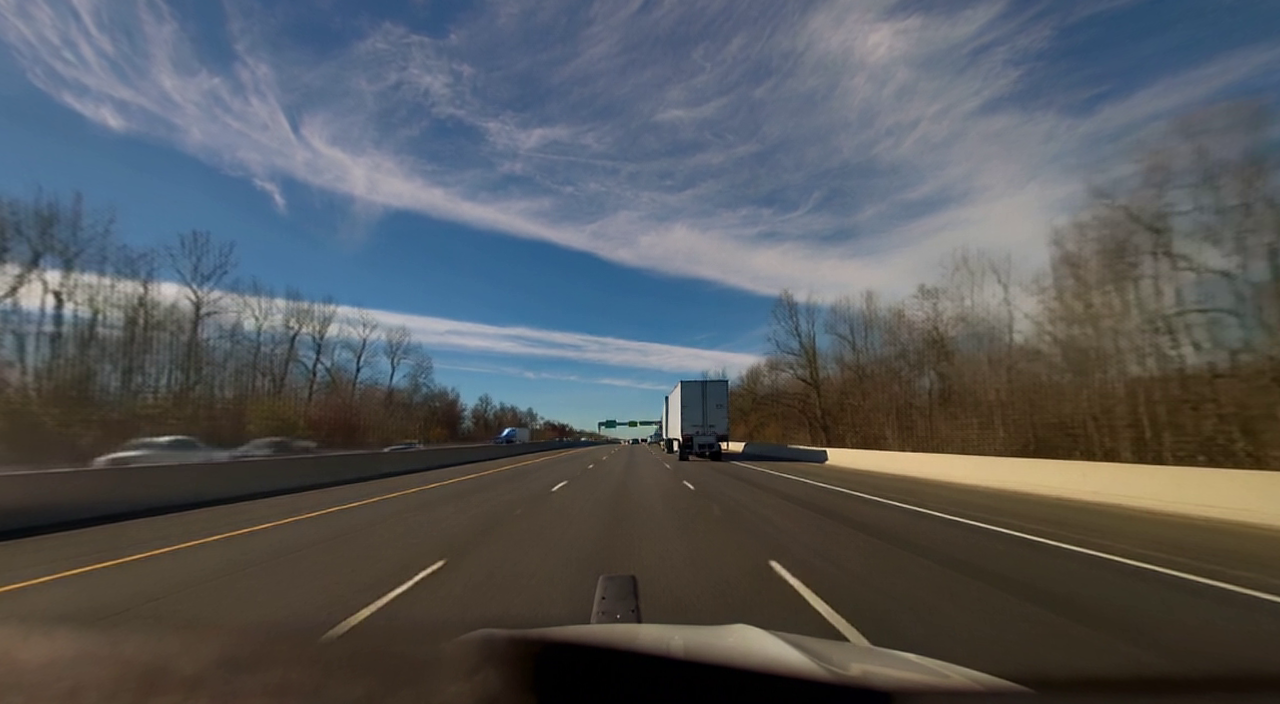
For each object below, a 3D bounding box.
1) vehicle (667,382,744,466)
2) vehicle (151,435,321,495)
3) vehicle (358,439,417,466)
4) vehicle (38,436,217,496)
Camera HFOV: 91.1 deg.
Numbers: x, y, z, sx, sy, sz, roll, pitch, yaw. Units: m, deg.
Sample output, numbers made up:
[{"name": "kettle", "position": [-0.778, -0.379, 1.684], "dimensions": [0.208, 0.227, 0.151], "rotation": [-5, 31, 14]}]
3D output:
[{"name": "vehicle", "position": [3.552, 4.548, 38.830], "dimensions": [2.979, 4.161, 15.508], "rotation": [0, -7, -1]}, {"name": "vehicle", "position": [-11.971, 3.315, 19.143], "dimensions": [1.993, 1.570, 4.855], "rotation": [0, -8, -1]}, {"name": "vehicle", "position": [-15.789, 6.268, 39.547], "dimensions": [1.861, 1.556, 4.536], "rotation": [0, -8, 0]}, {"name": "vehicle", "position": [-15.676, 3.454, 19.637], "dimensions": [1.905, 1.641, 4.417], "rotation": [0, -8, -1]}]
